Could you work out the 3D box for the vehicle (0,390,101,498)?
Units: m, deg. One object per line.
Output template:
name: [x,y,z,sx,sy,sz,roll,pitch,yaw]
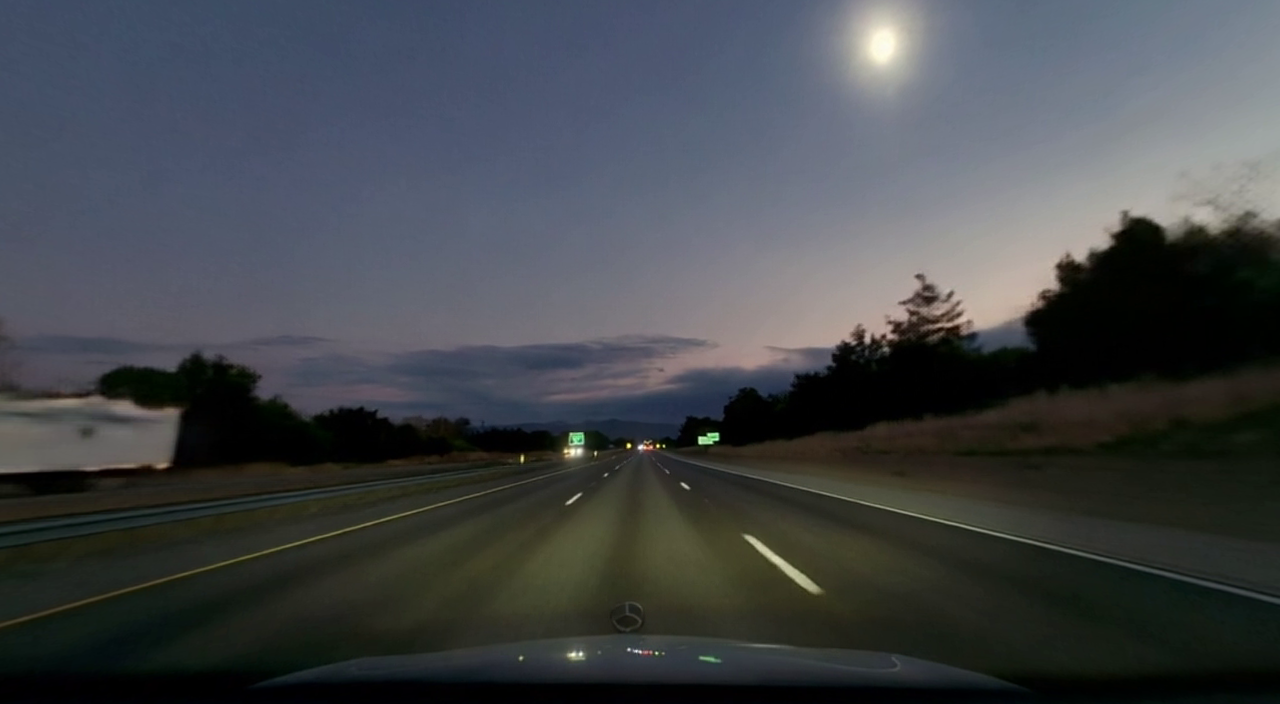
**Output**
vehicle: [-19.615,2.510,17.166,3.661,2.973,6.879,0,-9,0]
